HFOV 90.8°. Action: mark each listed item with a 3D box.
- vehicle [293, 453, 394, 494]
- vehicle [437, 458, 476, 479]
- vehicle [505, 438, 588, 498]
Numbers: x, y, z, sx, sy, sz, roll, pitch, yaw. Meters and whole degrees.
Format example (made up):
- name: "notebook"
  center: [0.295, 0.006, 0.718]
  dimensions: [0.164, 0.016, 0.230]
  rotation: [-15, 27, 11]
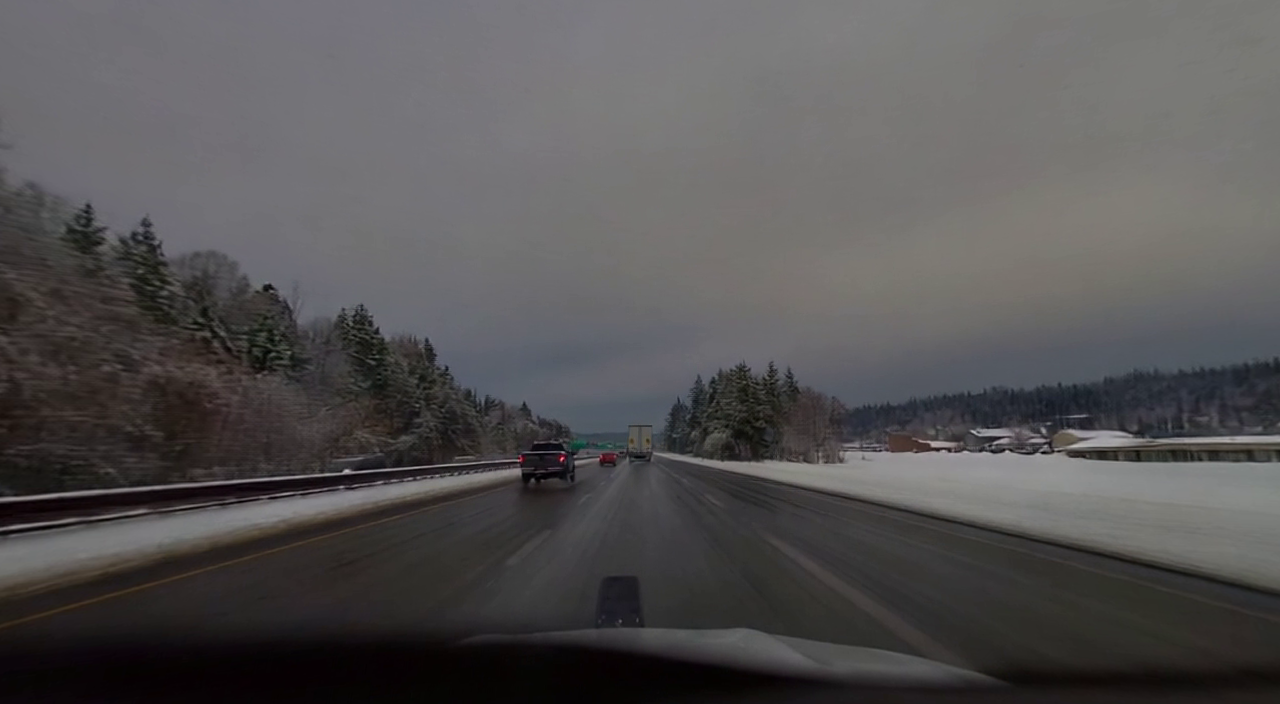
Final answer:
- name: "vehicle"
  center: [-12.425, 5.103, 26.854]
  dimensions: [1.974, 1.568, 4.690]
  rotation: [0, -9, 0]
- name: "vehicle"
  center: [-14.148, 9.010, 48.941]
  dimensions: [1.831, 1.456, 4.444]
  rotation: [0, -9, -2]
- name: "vehicle"
  center: [-3.131, 4.020, 22.161]
  dimensions: [2.079, 1.845, 4.654]
  rotation: [0, -9, 2]
